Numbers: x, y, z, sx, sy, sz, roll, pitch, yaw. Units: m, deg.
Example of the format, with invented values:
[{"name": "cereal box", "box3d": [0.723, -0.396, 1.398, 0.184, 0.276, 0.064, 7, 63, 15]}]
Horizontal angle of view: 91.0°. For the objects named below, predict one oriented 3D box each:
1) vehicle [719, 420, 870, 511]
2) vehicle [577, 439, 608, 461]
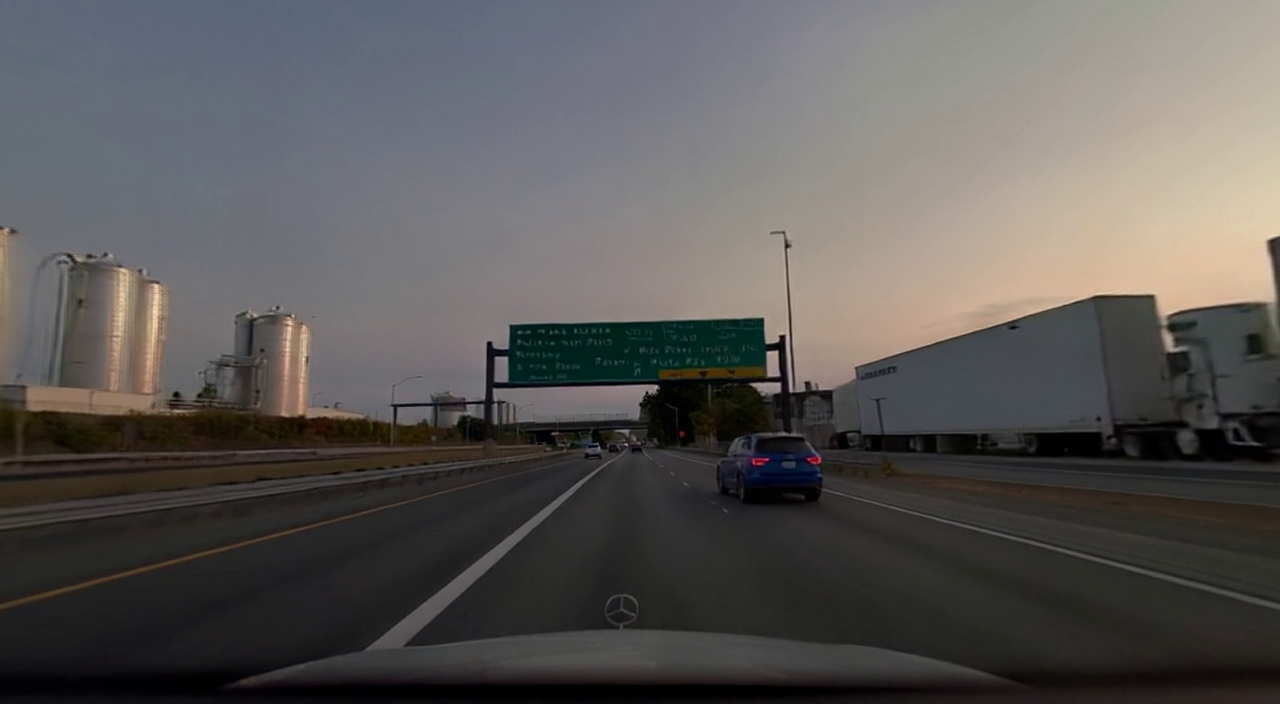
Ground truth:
[{"name": "vehicle", "box3d": [3.409, 2.654, 15.163, 2.296, 1.790, 5.067, 0, -9, 0]}, {"name": "vehicle", "box3d": [-3.676, 7.677, 49.369, 2.012, 1.571, 4.232, 0, -9, 0]}]
